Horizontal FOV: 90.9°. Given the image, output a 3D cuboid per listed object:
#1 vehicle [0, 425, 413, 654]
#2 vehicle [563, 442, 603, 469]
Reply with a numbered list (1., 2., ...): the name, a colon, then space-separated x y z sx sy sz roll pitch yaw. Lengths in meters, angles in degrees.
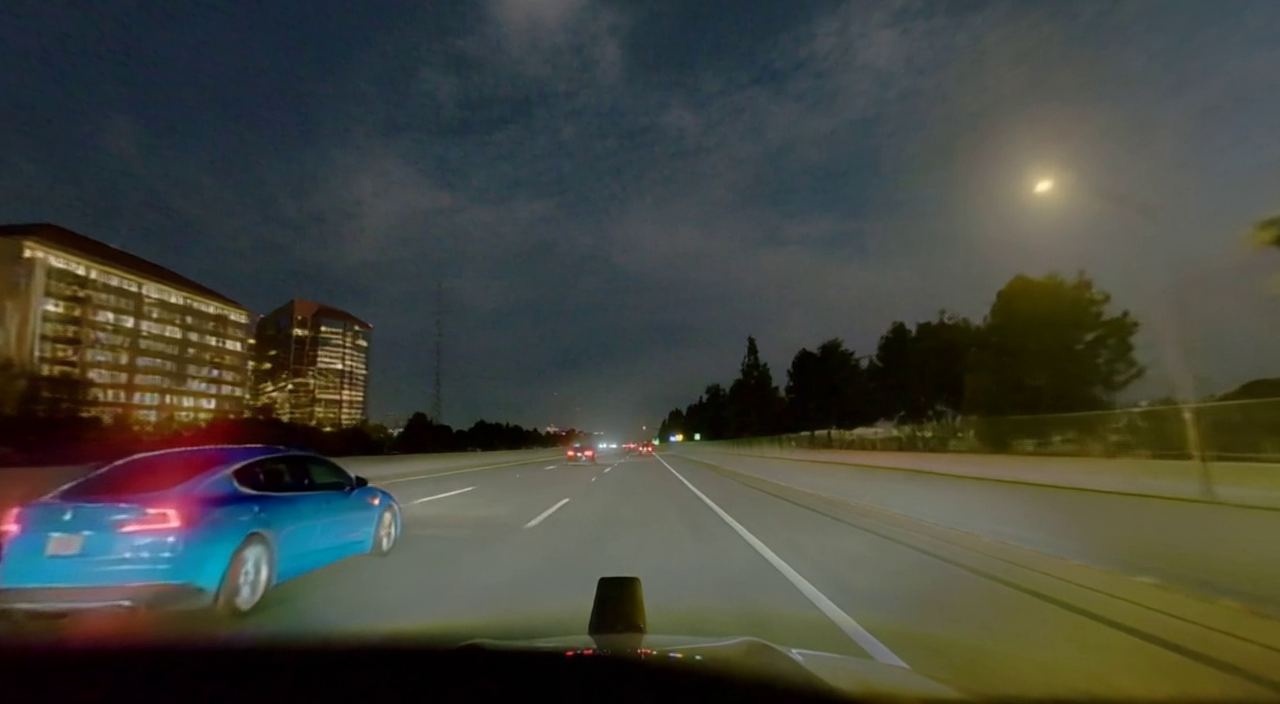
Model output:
1. vehicle: -4.160 1.543 6.358 2.083 1.471 4.350 0 -8 1
2. vehicle: -3.278 6.034 37.106 1.926 1.464 4.186 0 -8 0
